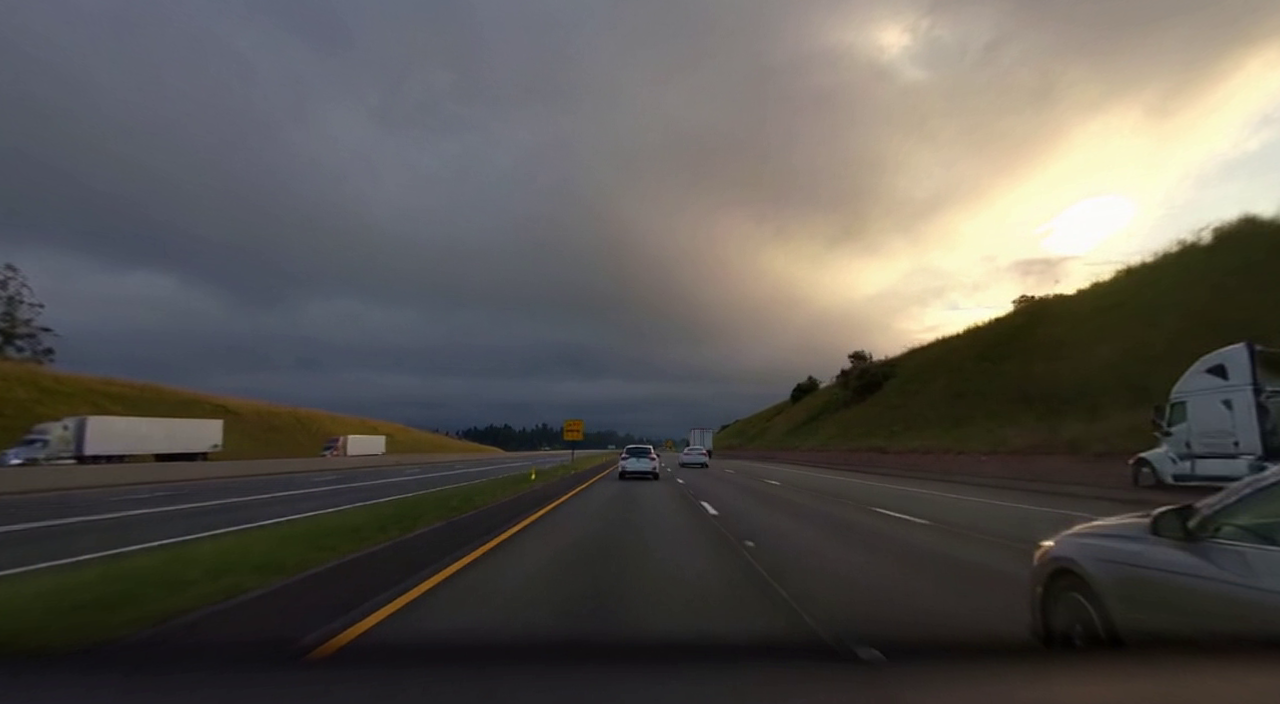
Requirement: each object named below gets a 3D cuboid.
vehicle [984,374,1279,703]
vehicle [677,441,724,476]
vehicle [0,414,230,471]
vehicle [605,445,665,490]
[{"bbox_3d":[3.072,0.742,1.379,1.997,1.534,4.664,0,-9,0],"label":"vehicle"},{"bbox_3d":[3.118,5.598,33.366,2.048,1.704,4.284,0,-9,0],"label":"vehicle"},{"bbox_3d":[-36.390,6.385,45.499,2.886,3.282,16.757,-1,-7,-2],"label":"vehicle"},{"bbox_3d":[-0.172,4.052,22.438,1.970,1.441,3.846,0,-9,0],"label":"vehicle"}]
